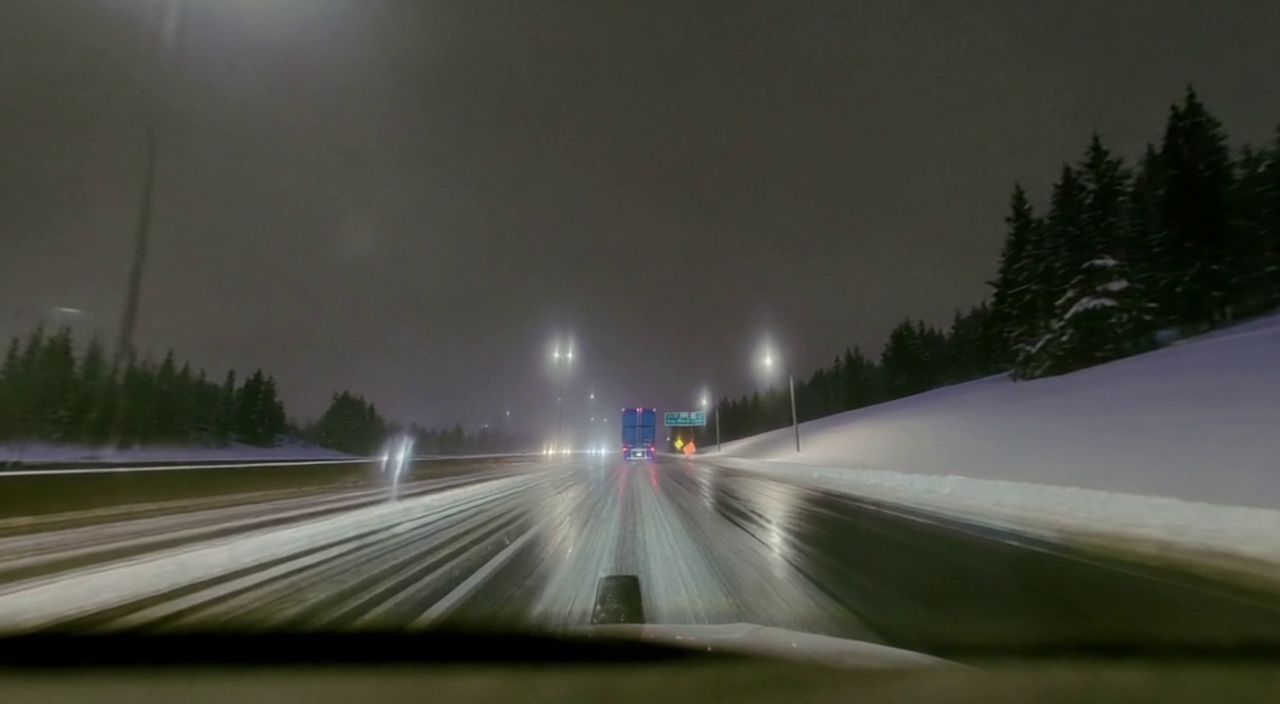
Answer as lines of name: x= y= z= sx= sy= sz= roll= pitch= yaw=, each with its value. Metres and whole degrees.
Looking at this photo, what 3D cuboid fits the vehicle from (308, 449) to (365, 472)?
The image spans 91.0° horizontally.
vehicle: x=-20.402 y=7.277 z=42.466 sx=1.953 sy=1.484 sz=3.843 roll=0 pitch=-9 yaw=0
